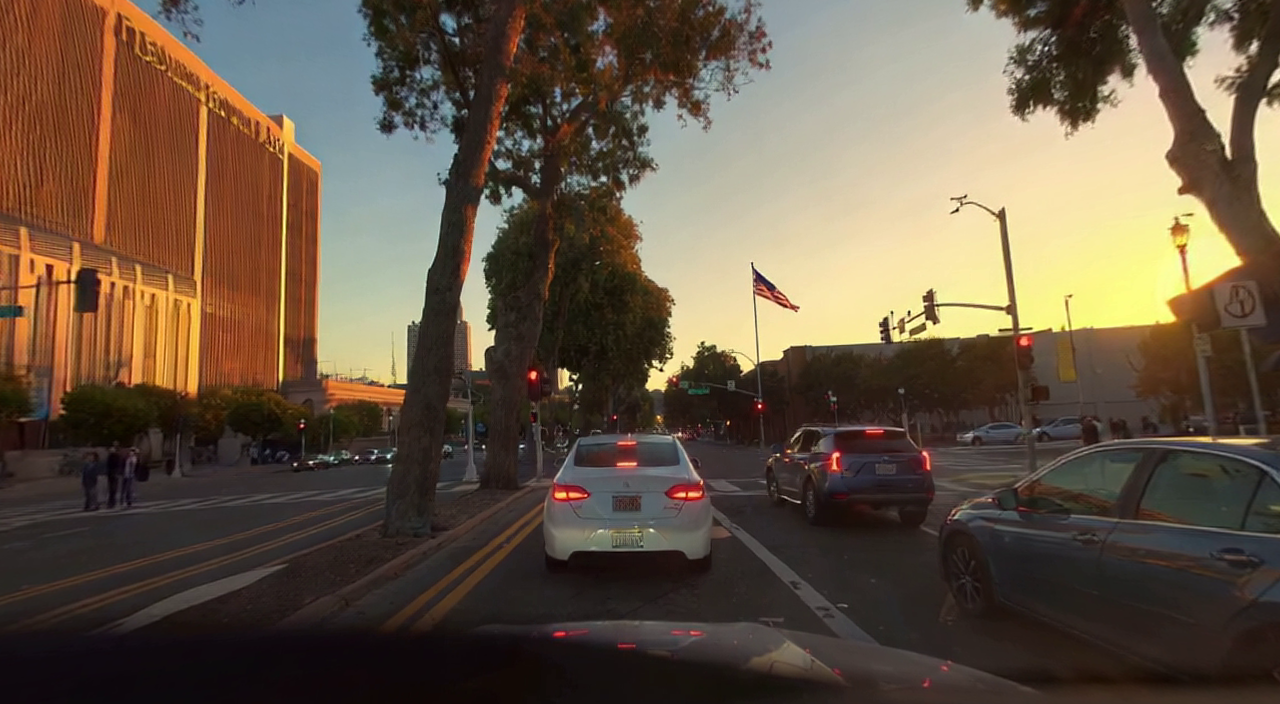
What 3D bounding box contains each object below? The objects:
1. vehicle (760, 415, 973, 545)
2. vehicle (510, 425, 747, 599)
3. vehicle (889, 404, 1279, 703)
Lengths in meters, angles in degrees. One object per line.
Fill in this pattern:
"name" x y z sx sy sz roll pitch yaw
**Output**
"vehicle" 3.517 2.085 10.953 1.978 1.738 4.599 0 -8 0
"vehicle" -0.107 1.700 7.544 2.096 1.521 3.747 0 -8 0
"vehicle" 3.381 1.171 3.996 1.833 1.465 4.258 0 -8 -1
